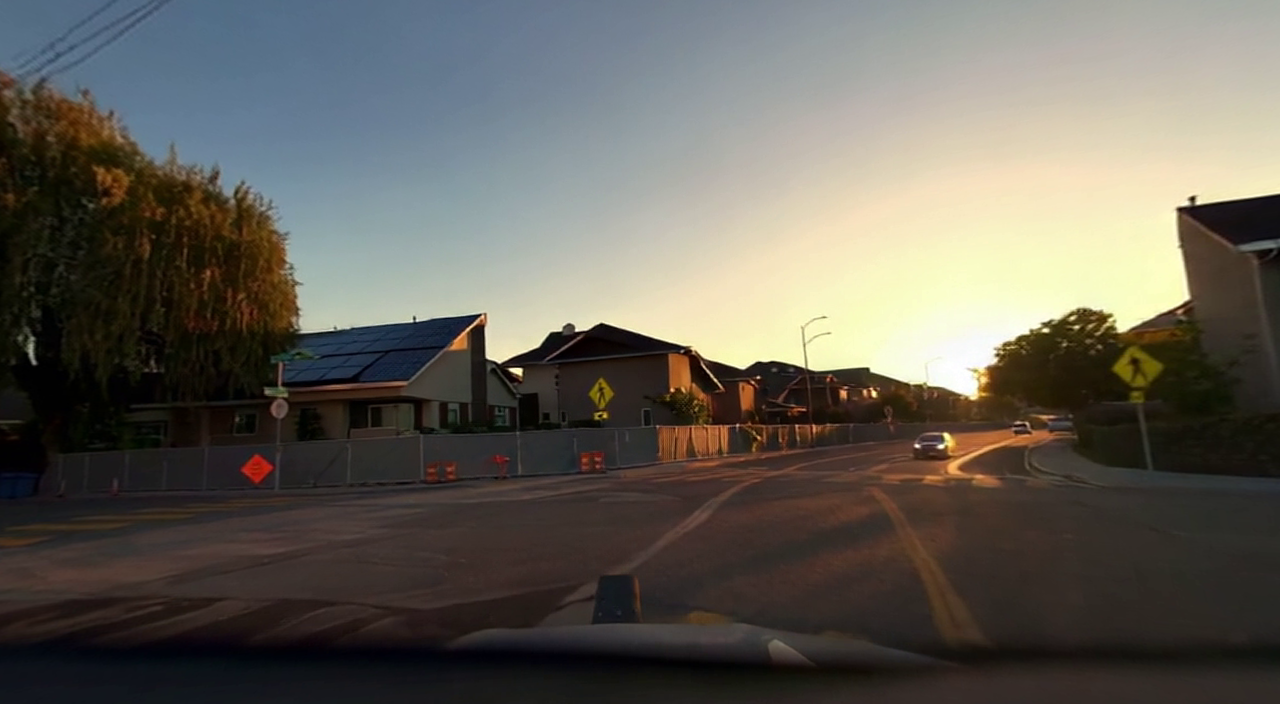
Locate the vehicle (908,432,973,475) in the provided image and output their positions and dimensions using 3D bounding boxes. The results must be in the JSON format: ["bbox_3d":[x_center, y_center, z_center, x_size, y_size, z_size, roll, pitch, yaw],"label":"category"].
[{"bbox_3d":[11.432,3.762,23.834,1.966,1.455,4.075,-4,-9,28],"label":"vehicle"}]
